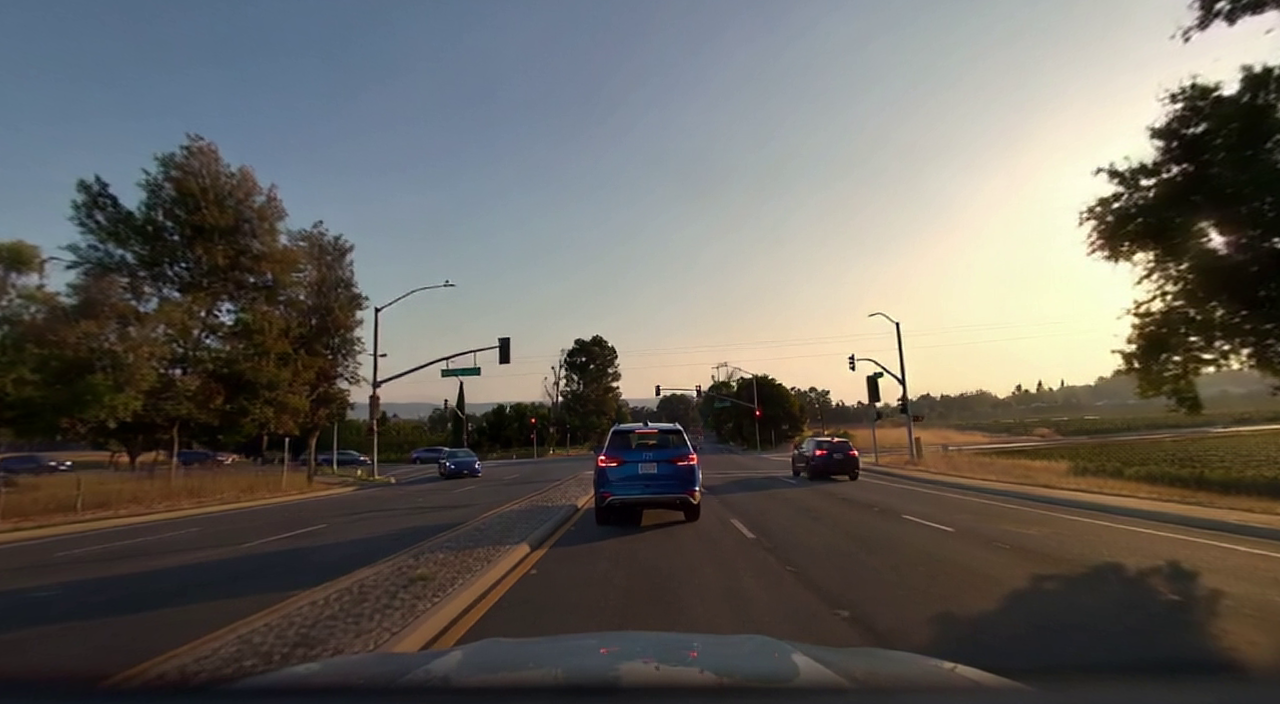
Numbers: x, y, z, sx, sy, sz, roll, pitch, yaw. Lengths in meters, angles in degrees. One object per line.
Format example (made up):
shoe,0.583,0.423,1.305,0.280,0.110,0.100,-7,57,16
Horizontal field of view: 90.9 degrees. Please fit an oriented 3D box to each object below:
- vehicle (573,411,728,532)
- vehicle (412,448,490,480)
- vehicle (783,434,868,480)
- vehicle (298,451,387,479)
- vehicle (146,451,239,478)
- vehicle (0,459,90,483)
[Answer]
vehicle,0.155,2.080,11.472,2.298,1.770,4.138,0,-8,0
vehicle,-9.722,5.647,32.233,2.425,1.480,4.707,5,-10,-34
vehicle,7.258,4.143,25.185,2.012,1.636,4.352,0,-8,0
vehicle,-18.313,6.913,38.857,4.510,1.606,2.192,-2,-9,15
vehicle,-29.407,7.409,41.511,4.608,1.680,2.026,-1,-8,3
vehicle,-38.846,7.660,40.730,4.559,1.458,2.265,-1,-8,2
